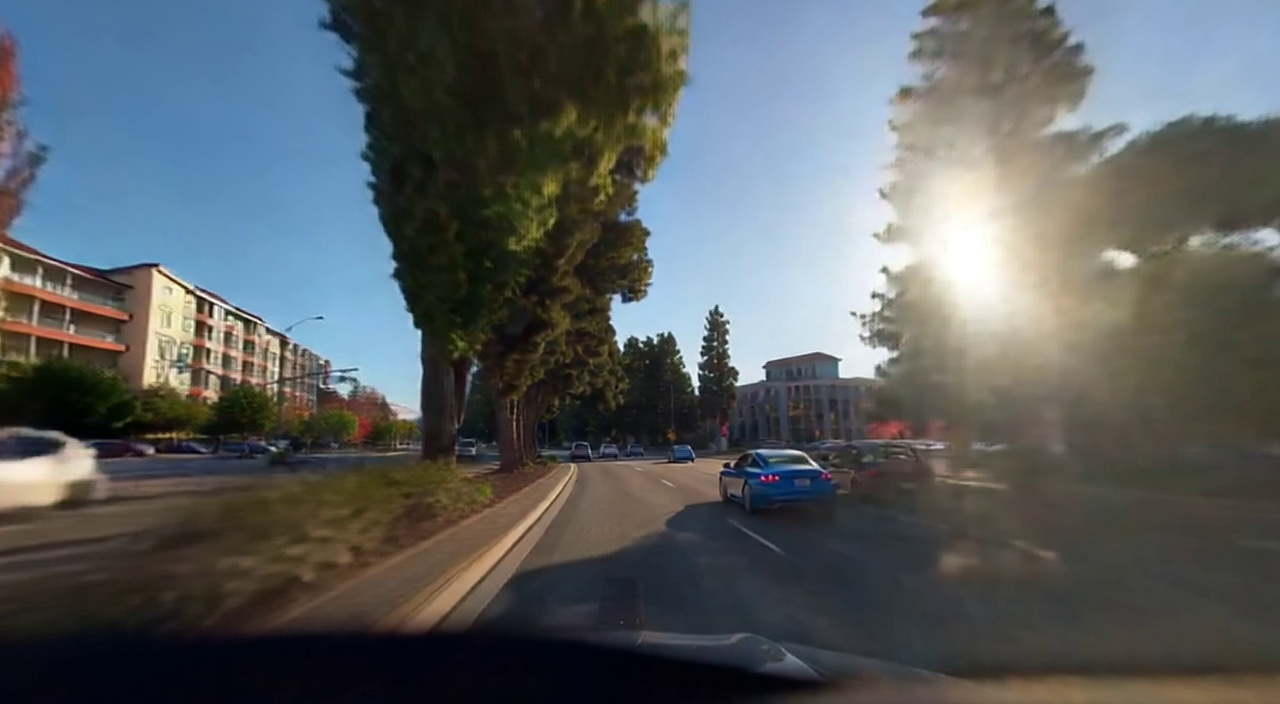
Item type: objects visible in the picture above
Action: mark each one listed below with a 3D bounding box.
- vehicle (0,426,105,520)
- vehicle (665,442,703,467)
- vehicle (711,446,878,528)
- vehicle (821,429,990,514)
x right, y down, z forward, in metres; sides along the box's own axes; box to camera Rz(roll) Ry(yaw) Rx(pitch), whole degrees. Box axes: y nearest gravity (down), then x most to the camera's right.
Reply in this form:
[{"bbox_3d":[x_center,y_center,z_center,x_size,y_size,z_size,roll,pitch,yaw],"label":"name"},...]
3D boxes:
[{"bbox_3d":[-11.085,1.866,9.663,1.921,1.472,4.550,0,-9,-2],"label":"vehicle"},{"bbox_3d":[3.077,7.285,45.060,1.931,1.685,4.054,1,-9,-8],"label":"vehicle"},{"bbox_3d":[2.861,2.598,12.854,1.990,1.347,4.388,1,-9,-4],"label":"vehicle"},{"bbox_3d":[6.120,2.795,15.276,1.987,1.730,4.373,0,-9,-3],"label":"vehicle"}]
